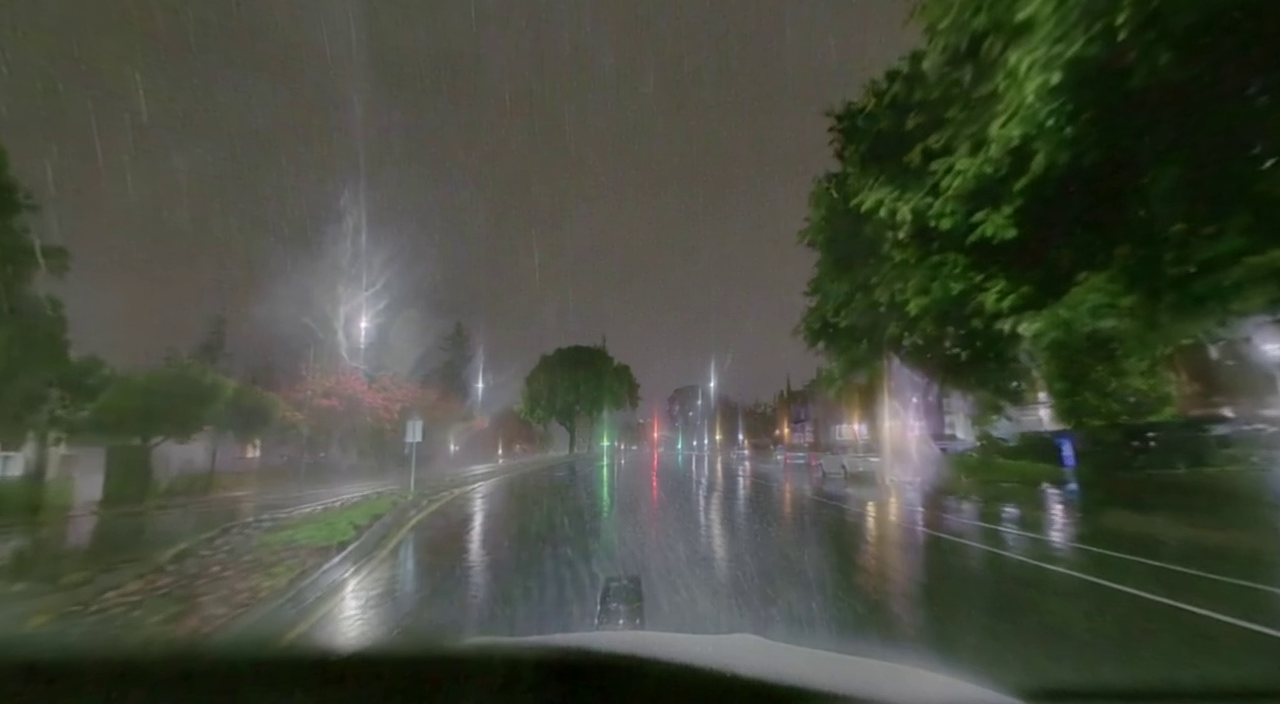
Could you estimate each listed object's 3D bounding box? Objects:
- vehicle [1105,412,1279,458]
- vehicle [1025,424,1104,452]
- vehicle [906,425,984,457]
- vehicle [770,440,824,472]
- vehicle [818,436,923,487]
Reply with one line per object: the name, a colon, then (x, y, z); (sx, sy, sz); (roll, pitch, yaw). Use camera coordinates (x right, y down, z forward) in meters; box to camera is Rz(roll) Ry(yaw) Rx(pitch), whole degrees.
vehicle: (24.496, 3.759, 28.208); (1.979, 1.831, 5.479); (5, -10, -32)
vehicle: (25.673, 5.270, 38.421); (1.878, 1.581, 4.259); (0, -8, 1)
vehicle: (18.442, 5.440, 38.510); (2.018, 1.755, 5.379); (0, -8, -1)
vehicle: (8.904, 5.931, 36.255); (1.990, 1.728, 4.597); (0, -8, 1)
vehicle: (8.587, 4.099, 24.068); (2.192, 1.714, 4.885); (0, -8, 1)
